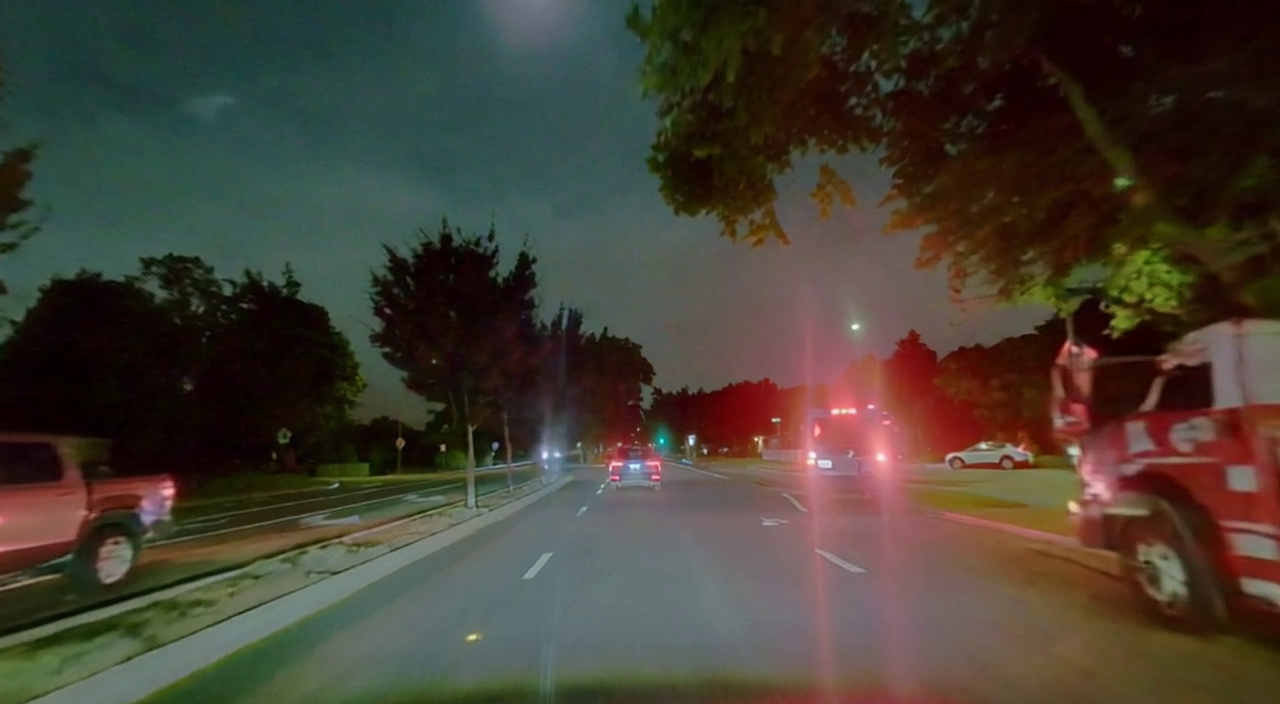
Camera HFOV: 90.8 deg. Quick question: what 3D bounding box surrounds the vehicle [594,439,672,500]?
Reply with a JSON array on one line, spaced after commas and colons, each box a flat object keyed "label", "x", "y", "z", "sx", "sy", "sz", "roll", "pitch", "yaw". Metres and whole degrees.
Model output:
[{"label": "vehicle", "x": -0.163, "y": 3.476, "z": 19.096, "sx": 2.106, "sy": 1.655, "sz": 3.717, "roll": 0, "pitch": -8, "yaw": 1}]

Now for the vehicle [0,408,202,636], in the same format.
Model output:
[{"label": "vehicle", "x": -6.407, "y": 1.417, "z": 5.270, "sx": 2.165, "sy": 1.876, "sz": 4.903, "roll": 0, "pitch": -8, "yaw": -3}]

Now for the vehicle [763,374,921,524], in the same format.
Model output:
[{"label": "vehicle", "x": 5.085, "y": 2.365, "z": 15.201, "sx": 2.654, "sy": 2.824, "sz": 5.794, "roll": -7, "pitch": -11, "yaw": 24}]

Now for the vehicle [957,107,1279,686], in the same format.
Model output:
[{"label": "vehicle", "x": 5.129, "y": 0.012, "z": 2.179, "sx": 2.885, "sy": 3.246, "sz": 9.408, "roll": 0, "pitch": -10, "yaw": -2}]
